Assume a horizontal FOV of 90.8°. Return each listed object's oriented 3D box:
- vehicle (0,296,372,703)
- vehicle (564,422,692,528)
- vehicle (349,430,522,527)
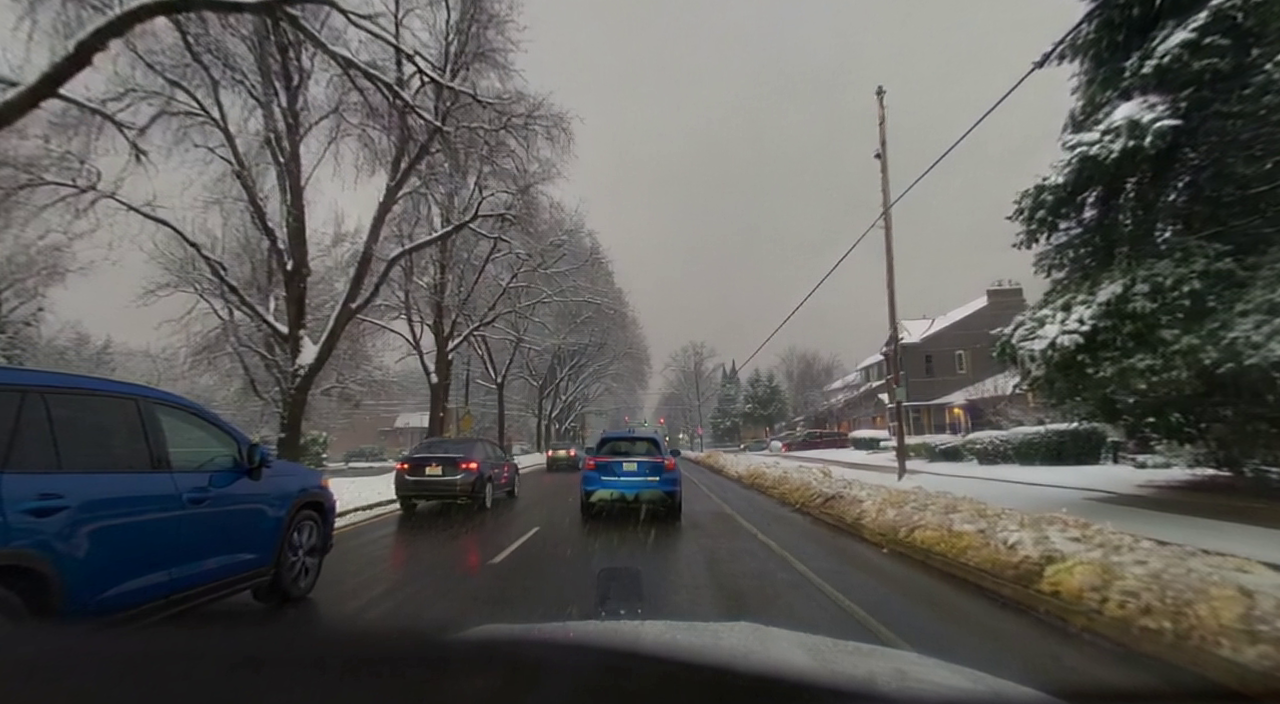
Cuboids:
[{"bbox_3d":[-3.613,0.917,3.572,2.161,1.919,4.798,0,-8,-1],"label":"vehicle"},{"bbox_3d":[-0.213,2.199,11.799,1.997,1.636,3.760,0,-8,-1],"label":"vehicle"},{"bbox_3d":[-3.689,2.347,12.266,2.066,1.565,3.905,0,-8,0],"label":"vehicle"}]
